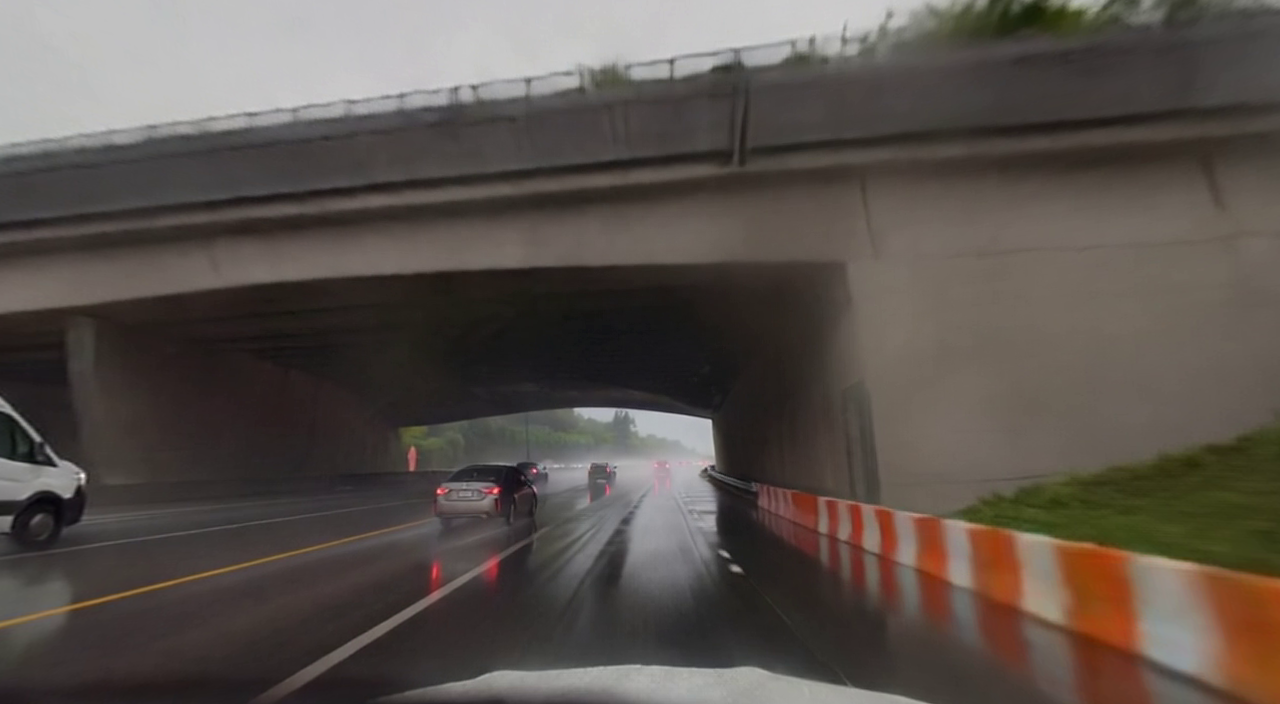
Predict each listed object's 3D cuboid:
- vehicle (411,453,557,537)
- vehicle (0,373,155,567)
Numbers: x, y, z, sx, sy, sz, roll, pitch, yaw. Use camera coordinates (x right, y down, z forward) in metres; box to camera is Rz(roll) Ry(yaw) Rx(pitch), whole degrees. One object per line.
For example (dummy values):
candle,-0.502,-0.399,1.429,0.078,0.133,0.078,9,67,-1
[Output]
vehicle,-3.078,2.931,13.296,1.992,1.466,3.690,0,-10,2
vehicle,-9.883,1.417,7.649,2.310,2.576,6.321,-1,-10,7
